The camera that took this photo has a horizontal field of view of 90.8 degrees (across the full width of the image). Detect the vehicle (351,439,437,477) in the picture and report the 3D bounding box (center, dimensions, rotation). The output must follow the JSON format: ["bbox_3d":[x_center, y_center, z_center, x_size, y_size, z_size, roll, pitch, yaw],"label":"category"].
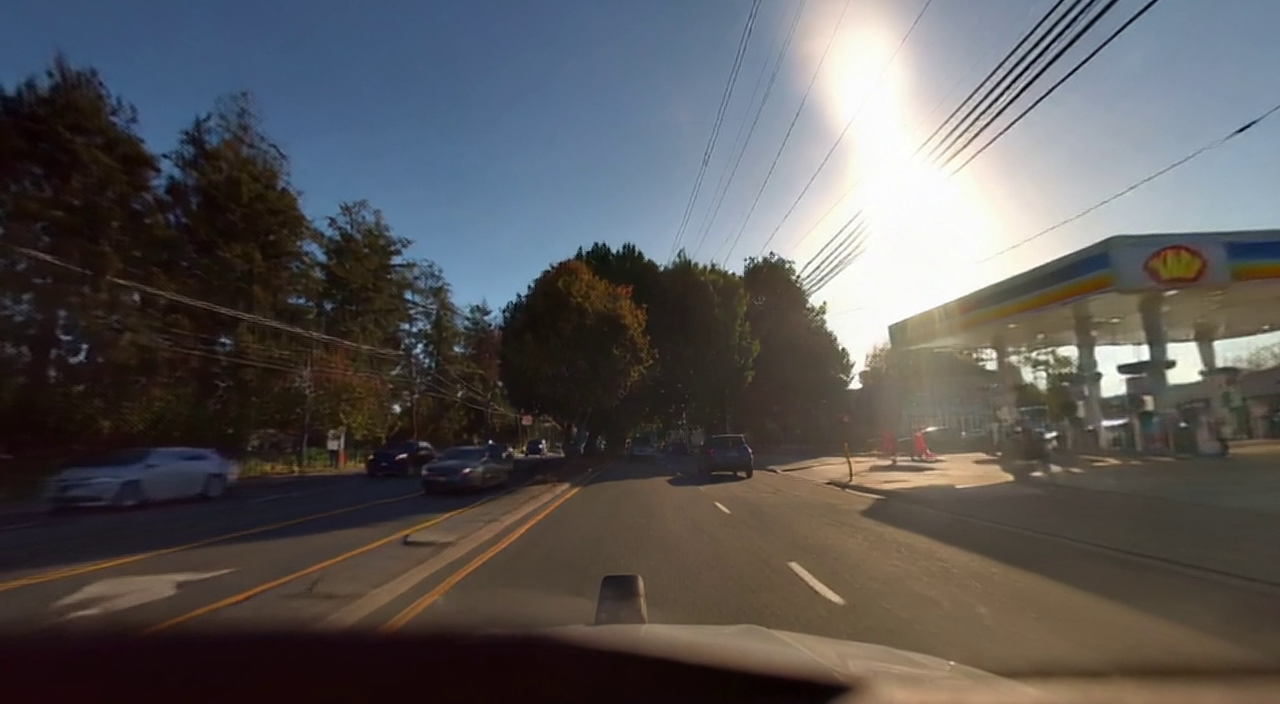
[{"bbox_3d":[-11.612,5.023,30.194,2.186,1.607,4.488,-1,-8,1],"label":"vehicle"}]

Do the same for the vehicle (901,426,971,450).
[{"bbox_3d":[23.248,6.803,49.808,2.187,1.757,4.663,3,-9,-22],"label":"vehicle"}]

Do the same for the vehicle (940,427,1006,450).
[{"bbox_3d":[26.221,6.860,49.925,1.970,1.691,4.262,3,-9,-22],"label":"vehicle"}]

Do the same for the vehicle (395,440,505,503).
[{"bbox_3d":[-4.930,3.129,16.959,1.816,1.484,3.629,0,-8,0],"label":"vehicle"}]

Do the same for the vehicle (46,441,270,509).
[{"bbox_3d":[-12.488,3.182,16.937,2.264,1.515,4.718,-1,-8,1],"label":"vehicle"}]

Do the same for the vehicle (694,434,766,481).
[{"bbox_3d":[3.335,4.026,24.344,1.990,1.592,4.294,0,-8,-2],"label":"vehicle"}]

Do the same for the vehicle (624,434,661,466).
[{"bbox_3d":[0.115,5.995,38.858,2.163,1.825,4.073,0,-8,0],"label":"vehicle"}]
